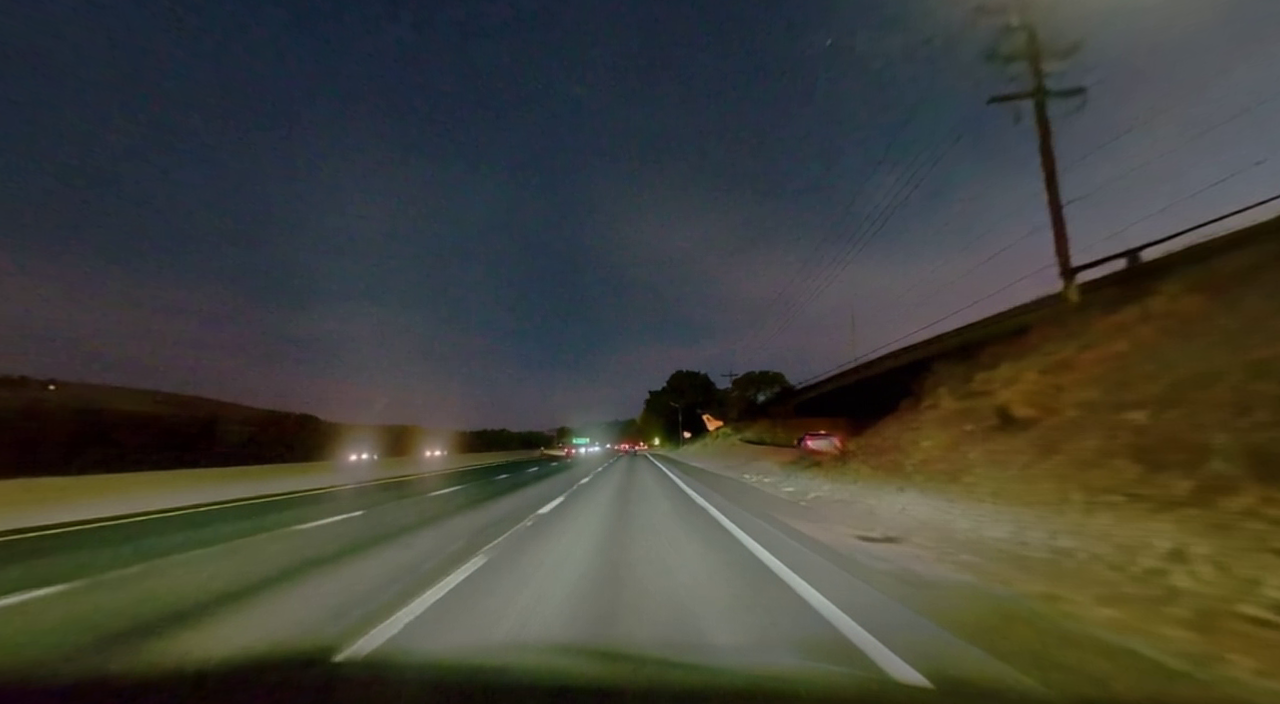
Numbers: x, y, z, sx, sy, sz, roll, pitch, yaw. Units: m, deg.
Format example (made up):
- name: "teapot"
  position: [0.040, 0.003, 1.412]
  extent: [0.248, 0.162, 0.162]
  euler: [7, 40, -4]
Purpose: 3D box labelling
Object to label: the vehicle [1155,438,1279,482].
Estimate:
- name: "vehicle"
  position: [27.134, 4.608, 27.757]
  extent: [2.662, 1.574, 14.296]
  euler: [-5, -9, 21]
